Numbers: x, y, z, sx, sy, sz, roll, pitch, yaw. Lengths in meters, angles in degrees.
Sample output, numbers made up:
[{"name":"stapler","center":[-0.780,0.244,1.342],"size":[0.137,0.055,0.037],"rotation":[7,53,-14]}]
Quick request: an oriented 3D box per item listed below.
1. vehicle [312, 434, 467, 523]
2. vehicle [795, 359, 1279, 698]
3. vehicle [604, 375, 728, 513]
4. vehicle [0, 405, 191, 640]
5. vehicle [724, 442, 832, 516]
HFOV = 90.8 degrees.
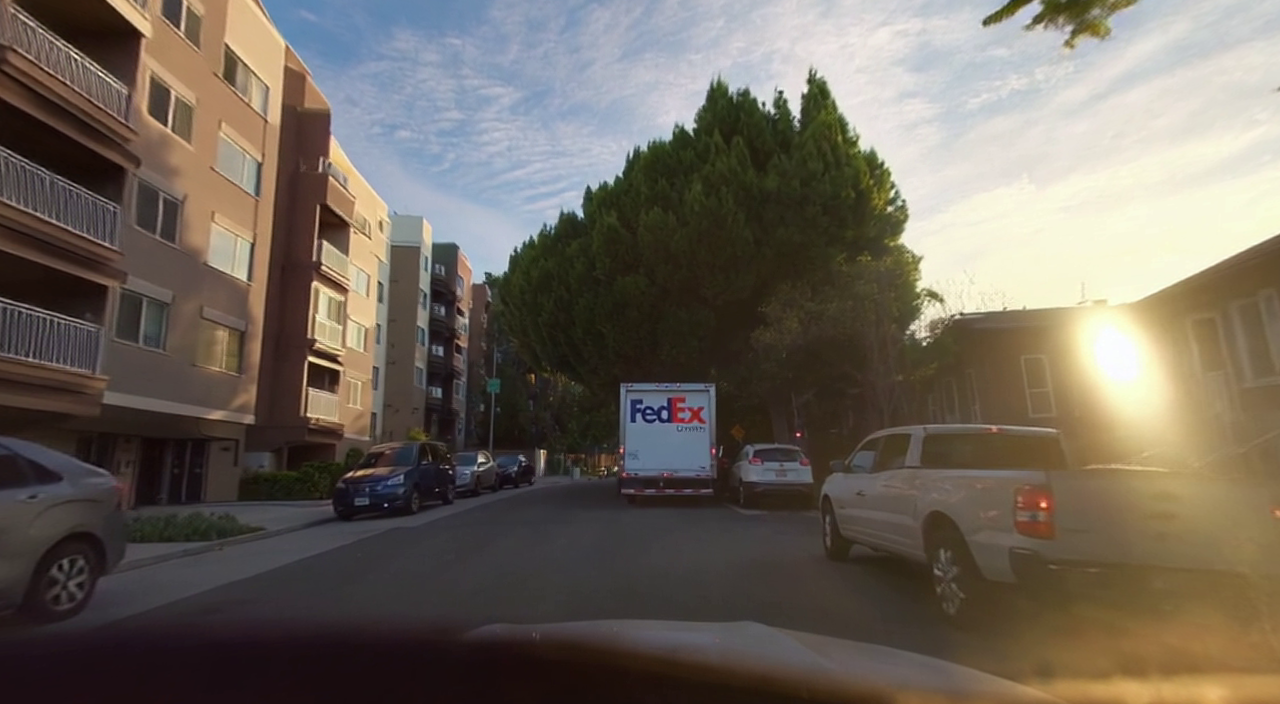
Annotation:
[{"name":"vehicle","center":[-5.940,3.031,15.745],"size":[2.020,1.867,4.654],"rotation":[0,-9,-1]},{"name":"vehicle","center":[3.454,1.449,6.590],"size":[2.221,1.991,5.564],"rotation":[0,-9,0]},{"name":"vehicle","center":[0.545,2.805,19.273],"size":[2.930,3.275,8.180],"rotation":[0,-9,-1]},{"name":"vehicle","center":[-5.886,1.260,4.558],"size":[2.089,1.757,4.256],"rotation":[0,-9,0]},{"name":"vehicle","center":[3.344,3.130,16.093],"size":[1.868,1.623,3.815],"rotation":[0,-9,0]}]
